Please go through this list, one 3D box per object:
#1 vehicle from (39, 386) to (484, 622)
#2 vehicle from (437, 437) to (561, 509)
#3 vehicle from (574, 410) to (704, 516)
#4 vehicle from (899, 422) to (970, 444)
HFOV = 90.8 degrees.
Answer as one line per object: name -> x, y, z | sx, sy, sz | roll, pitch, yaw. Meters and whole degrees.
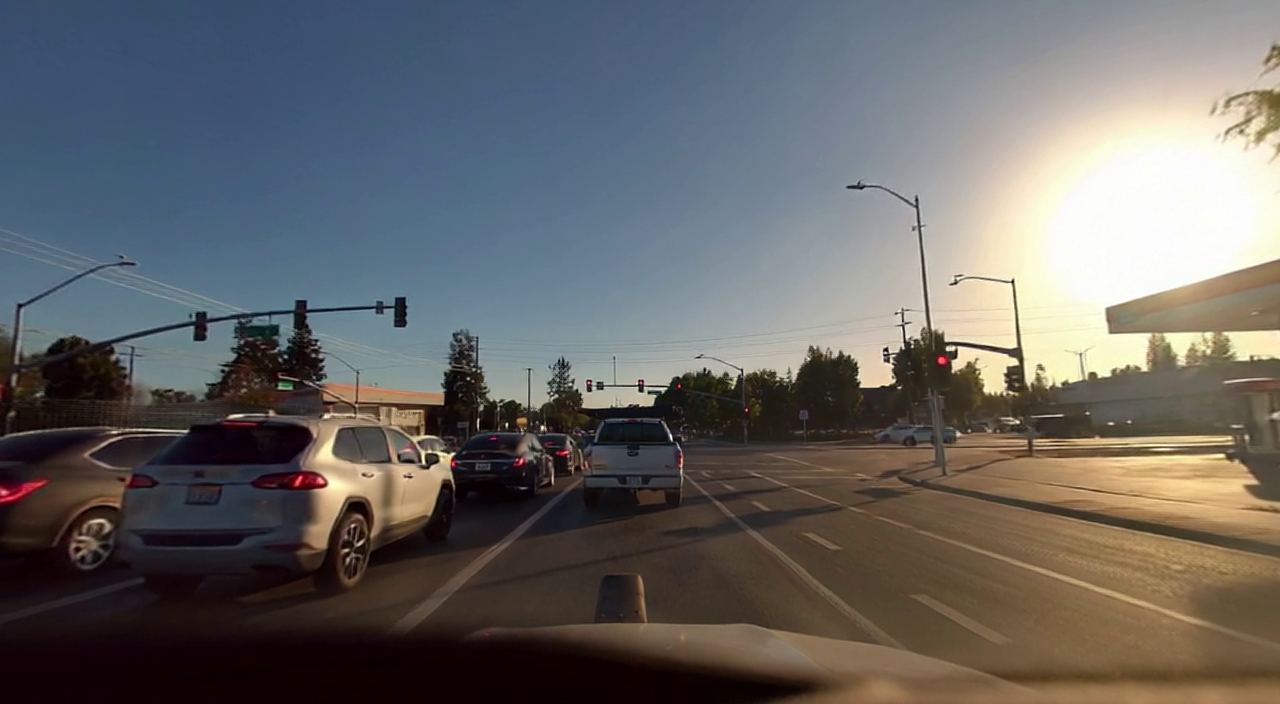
vehicle -> -3.304, 1.429, 6.823 | 2.096, 1.718, 4.266 | 0, -9, 1
vehicle -> -3.068, 2.724, 14.694 | 1.881, 1.424, 4.098 | 0, -9, 1
vehicle -> -0.042, 2.282, 13.428 | 2.224, 1.819, 5.005 | 0, -9, 0
vehicle -> 23.203, 6.410, 49.903 | 4.548, 1.730, 2.013 | 0, -8, -1
